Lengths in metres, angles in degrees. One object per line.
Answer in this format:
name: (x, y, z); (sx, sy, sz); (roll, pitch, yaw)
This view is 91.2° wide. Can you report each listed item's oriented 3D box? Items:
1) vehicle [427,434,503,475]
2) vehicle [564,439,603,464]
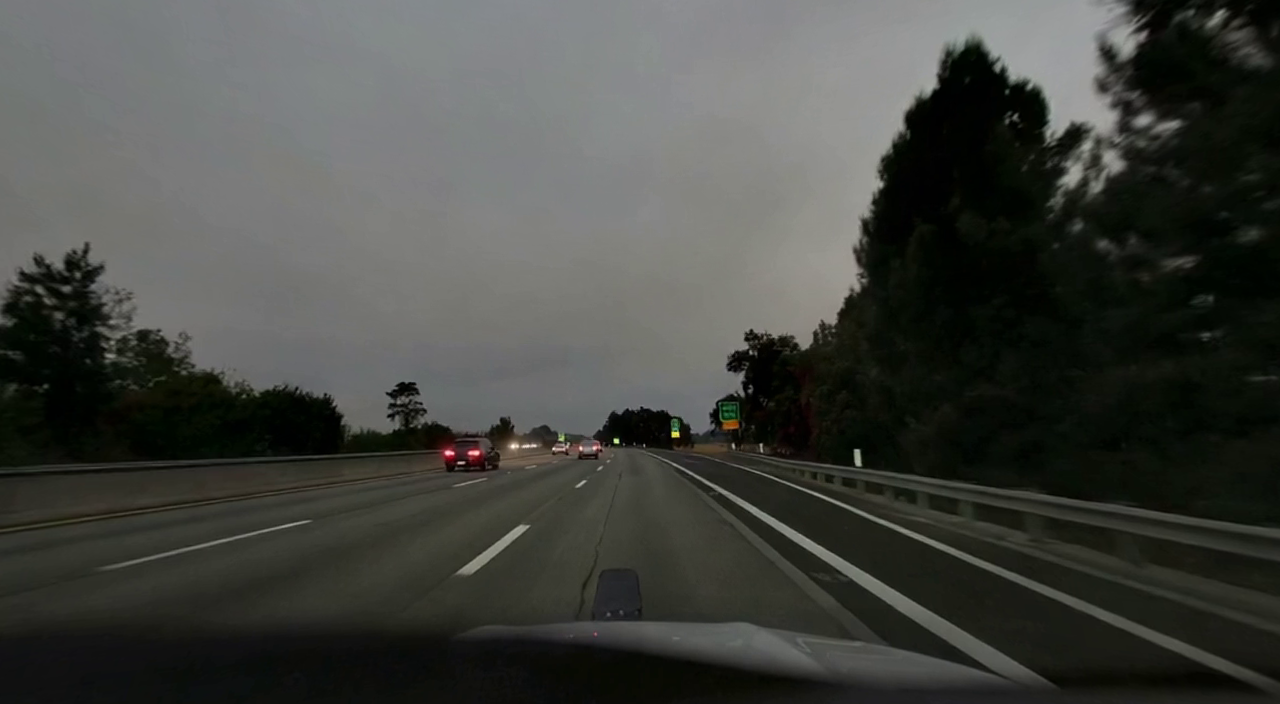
vehicle: (-7.600, 4.499, 27.791); (2.080, 1.632, 4.332); (0, -8, 0)
vehicle: (-3.513, 6.266, 39.735); (2.075, 1.516, 4.212); (0, -8, 0)
